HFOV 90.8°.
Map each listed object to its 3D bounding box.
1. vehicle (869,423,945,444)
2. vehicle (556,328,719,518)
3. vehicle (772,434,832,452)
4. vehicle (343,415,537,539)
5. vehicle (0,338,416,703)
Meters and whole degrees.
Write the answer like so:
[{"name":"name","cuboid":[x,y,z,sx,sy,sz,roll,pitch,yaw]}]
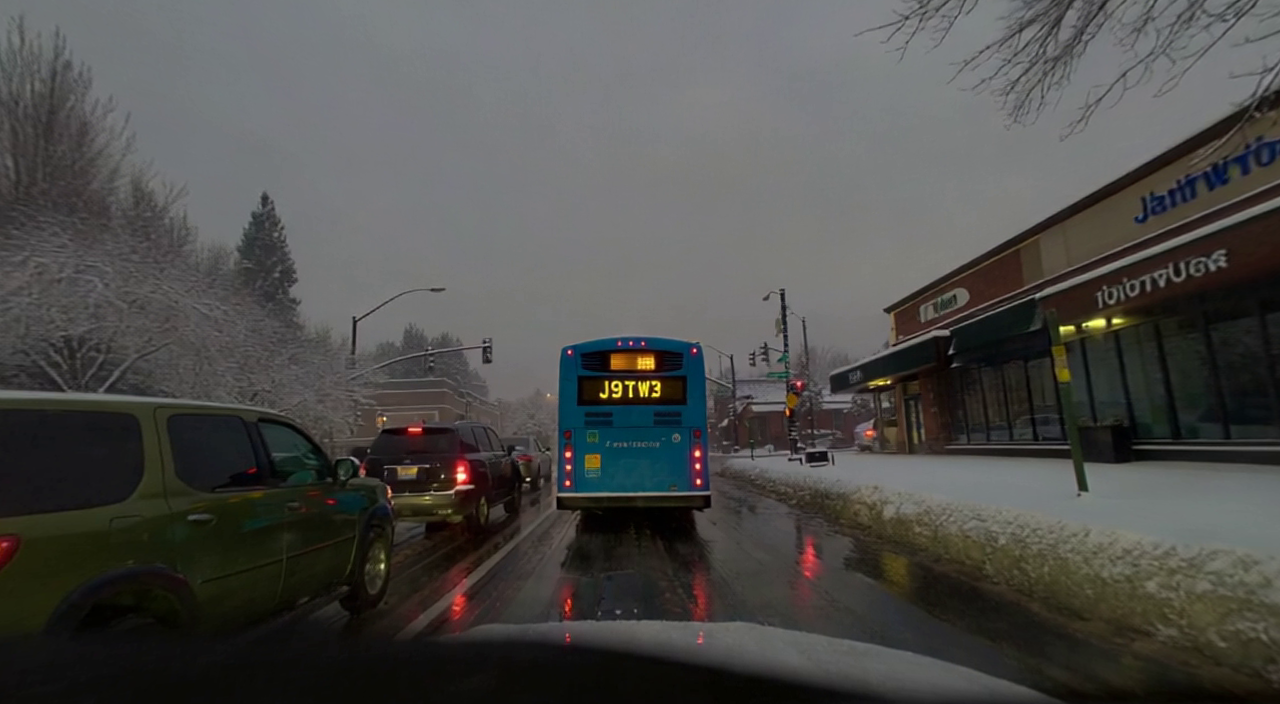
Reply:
[{"name":"vehicle","cuboid":[19.910,6.106,47.202,4.827,1.555,1.863,1,-9,-6]},{"name":"vehicle","cuboid":[-0.303,2.003,16.544,2.938,3.468,9.972,0,-8,-3]},{"name":"vehicle","cuboid":[11.924,6.737,46.649,3.949,1.337,1.738,0,-9,-2]},{"name":"vehicle","cuboid":[-3.351,2.200,11.775,2.096,1.828,4.669,0,-8,0]},{"name":"vehicle","cuboid":[-3.217,1.093,3.965,2.020,1.725,4.384,0,-8,0]}]
